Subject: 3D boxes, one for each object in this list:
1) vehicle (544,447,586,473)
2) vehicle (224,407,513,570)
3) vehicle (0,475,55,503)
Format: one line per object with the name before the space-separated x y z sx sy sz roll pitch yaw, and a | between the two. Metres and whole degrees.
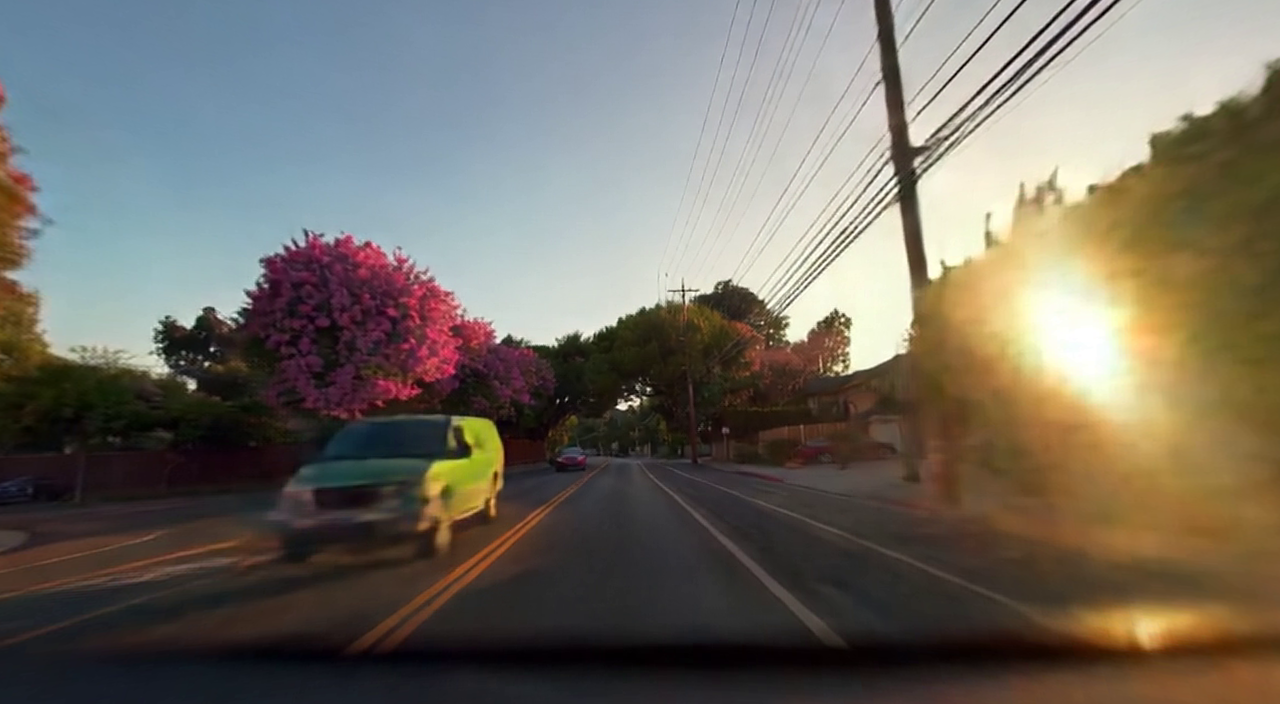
vehicle | -4.500 6.527 38.403 2.074 1.511 4.126 0 -9 0
vehicle | -3.708 1.988 10.042 2.357 1.893 5.084 0 -9 -1
vehicle | -36.979 8.018 36.891 1.669 1.429 4.145 -2 -8 -1
